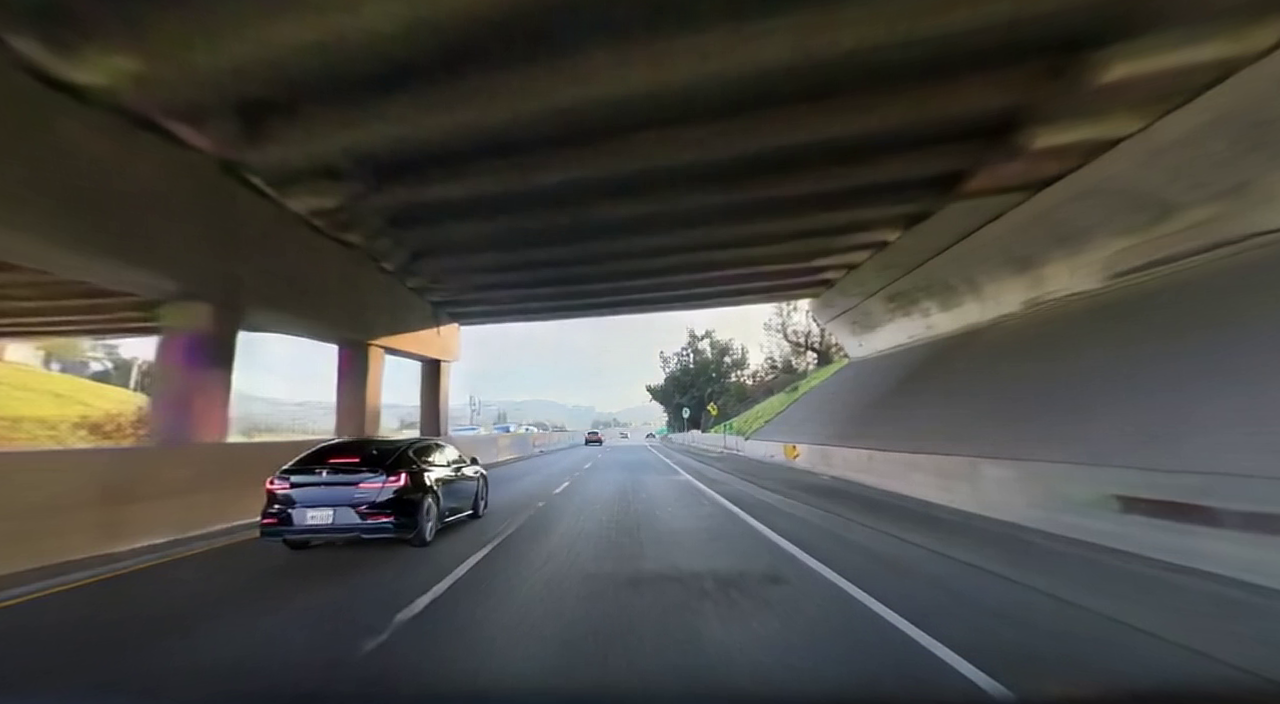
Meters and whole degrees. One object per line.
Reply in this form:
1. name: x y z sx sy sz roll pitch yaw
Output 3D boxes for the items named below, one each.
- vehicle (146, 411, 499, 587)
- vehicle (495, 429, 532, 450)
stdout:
1. vehicle: -3.345 1.614 7.951 2.108 1.555 4.574 0 -8 -1
2. vehicle: -9.381 6.527 47.049 2.016 1.432 3.691 0 -8 0
